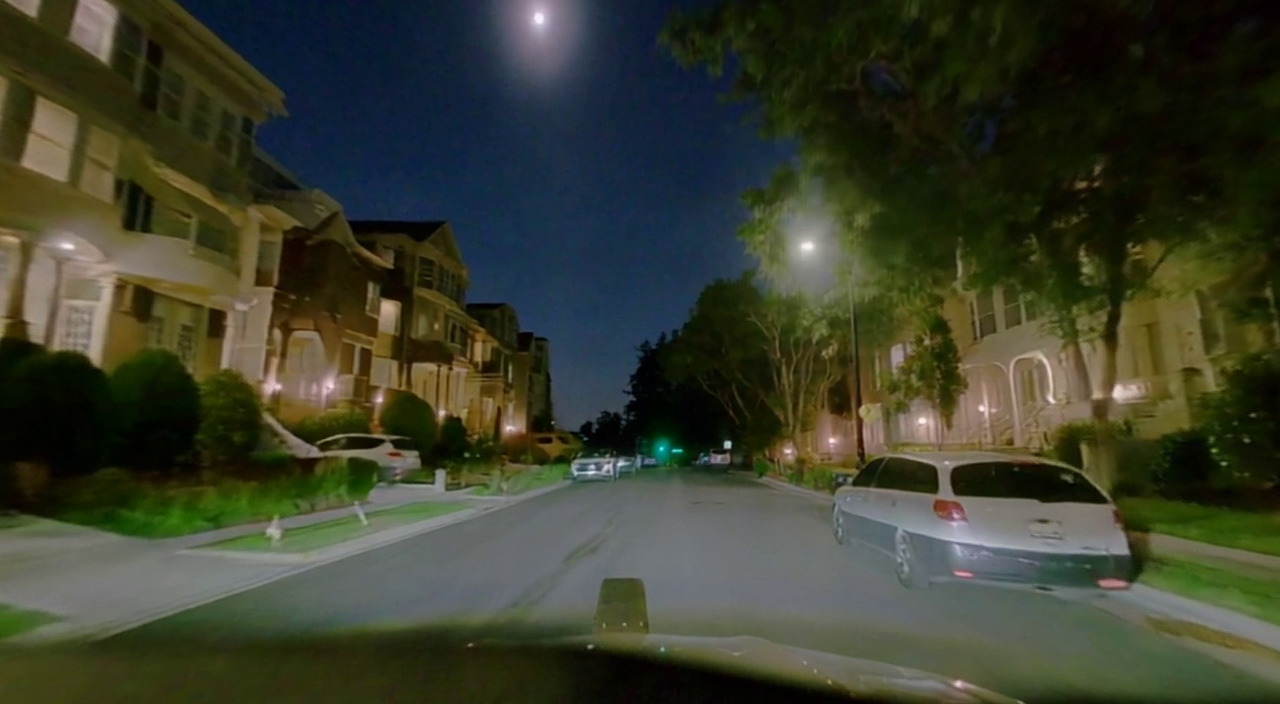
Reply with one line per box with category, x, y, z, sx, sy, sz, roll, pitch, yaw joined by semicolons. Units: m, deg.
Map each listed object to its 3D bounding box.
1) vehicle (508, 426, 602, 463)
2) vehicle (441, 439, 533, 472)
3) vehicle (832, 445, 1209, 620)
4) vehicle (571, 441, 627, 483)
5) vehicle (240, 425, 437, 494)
vehicle;-6.540;7.247;49.356;6.780;2.770;2.970;-1;-8;5
vehicle;-8.184;5.572;34.027;4.414;1.658;1.988;0;-8;4
vehicle;3.852;1.835;7.555;1.996;1.409;4.446;0;-8;4
vehicle;-1.716;4.865;27.949;1.974;1.664;4.539;-1;-9;3
vehicle;-8.235;2.928;17.443;4.480;1.740;1.988;-1;-8;9
